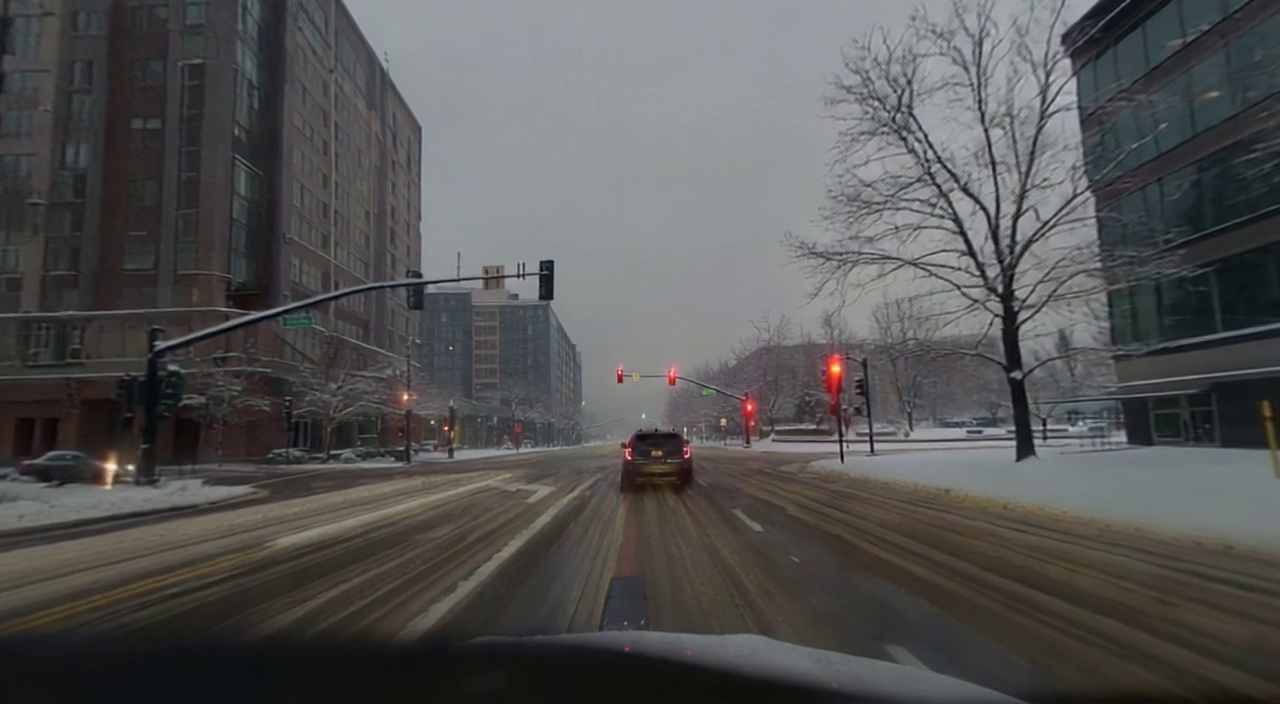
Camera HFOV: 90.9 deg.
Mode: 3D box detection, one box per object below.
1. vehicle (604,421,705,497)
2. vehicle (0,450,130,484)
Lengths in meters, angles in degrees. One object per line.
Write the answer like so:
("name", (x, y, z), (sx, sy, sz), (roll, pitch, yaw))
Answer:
("vehicle", (0.309, 2.603, 15.774), (2.184, 1.640, 4.086), (0, -8, 0))
("vehicle", (-27.254, 5.422, 29.810), (4.494, 1.475, 1.893), (0, -8, -1))
